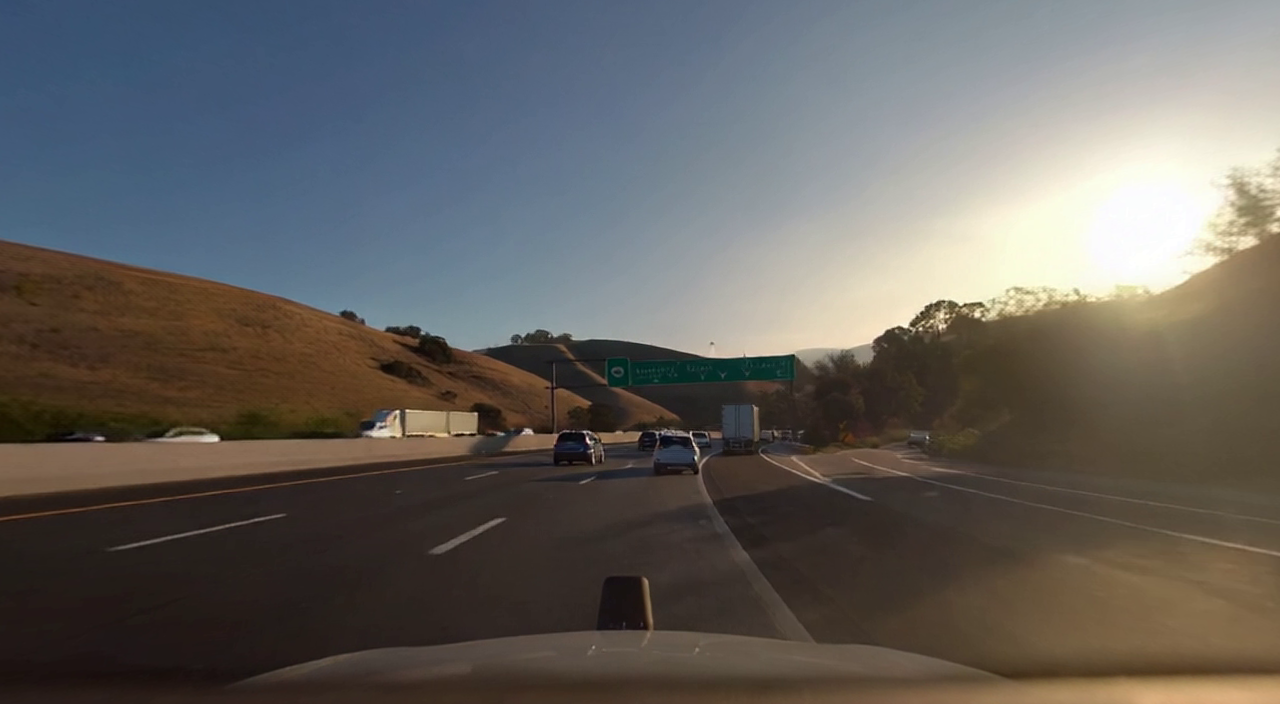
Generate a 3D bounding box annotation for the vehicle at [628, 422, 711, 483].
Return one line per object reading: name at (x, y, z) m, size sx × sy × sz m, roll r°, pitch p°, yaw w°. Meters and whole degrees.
vehicle at (1.037, 3.347, 21.266) m, size 2.484 × 1.820 × 4.497 m, roll -1°, pitch -8°, yaw 4°

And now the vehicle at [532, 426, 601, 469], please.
vehicle at (-3.079, 4.145, 27.420) m, size 2.077 × 1.712 × 4.406 m, roll -1°, pitch -8°, yaw 5°

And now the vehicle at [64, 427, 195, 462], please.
vehicle at (-23.733, 4.332, 29.610) m, size 1.901 × 1.481 × 4.719 m, roll -1°, pitch -8°, yaw 6°

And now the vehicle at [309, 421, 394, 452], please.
vehicle at (-18.954, 5.624, 41.795) m, size 2.337 × 1.884 × 5.798 m, roll -1°, pitch -8°, yaw 7°
